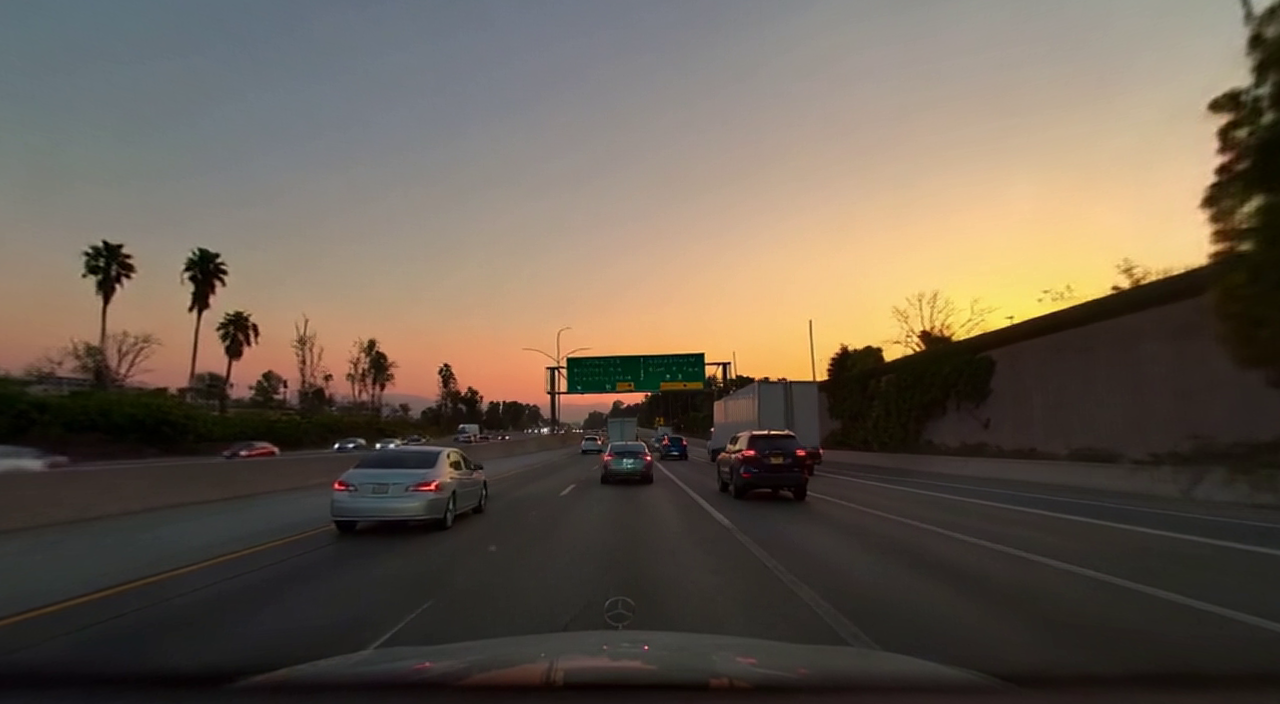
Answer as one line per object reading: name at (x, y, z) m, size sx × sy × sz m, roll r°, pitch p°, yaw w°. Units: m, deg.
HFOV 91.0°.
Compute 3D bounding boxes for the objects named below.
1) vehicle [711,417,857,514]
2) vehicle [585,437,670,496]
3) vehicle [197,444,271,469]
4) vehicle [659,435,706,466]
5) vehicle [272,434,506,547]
vehicle at (3.073, 2.550, 14.588) m, size 2.173 × 1.870 × 4.499 m, roll 0°, pitch -8°, yaw -2°
vehicle at (-0.339, 3.197, 17.959) m, size 2.136 × 1.470 × 3.971 m, roll 0°, pitch -8°, yaw -1°
vehicle at (-26.379, 6.762, 41.073) m, size 1.883 × 1.473 × 4.766 m, roll 0°, pitch -8°, yaw -3°
vehicle at (2.625, 6.295, 40.432) m, size 2.476 × 1.843 × 5.652 m, roll 0°, pitch -8°, yaw -2°
vehicle at (-3.681, 2.095, 10.297) m, size 1.998 × 1.423 × 4.436 m, roll 0°, pitch -8°, yaw 0°
